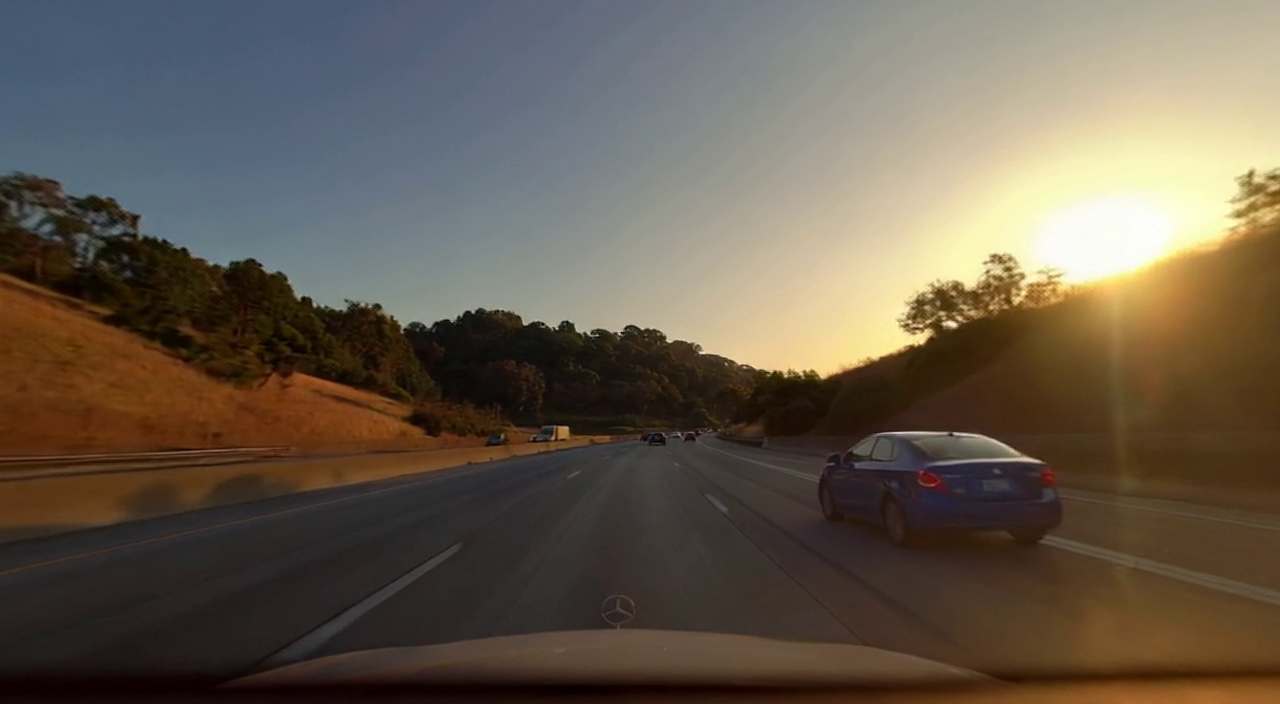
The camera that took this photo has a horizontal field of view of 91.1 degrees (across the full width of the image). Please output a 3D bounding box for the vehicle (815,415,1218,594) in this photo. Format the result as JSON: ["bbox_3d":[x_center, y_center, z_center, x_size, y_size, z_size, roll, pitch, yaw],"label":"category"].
[{"bbox_3d":[3.719,1.548,7.388,1.982,1.452,4.294,0,-8,-2],"label":"vehicle"}]
